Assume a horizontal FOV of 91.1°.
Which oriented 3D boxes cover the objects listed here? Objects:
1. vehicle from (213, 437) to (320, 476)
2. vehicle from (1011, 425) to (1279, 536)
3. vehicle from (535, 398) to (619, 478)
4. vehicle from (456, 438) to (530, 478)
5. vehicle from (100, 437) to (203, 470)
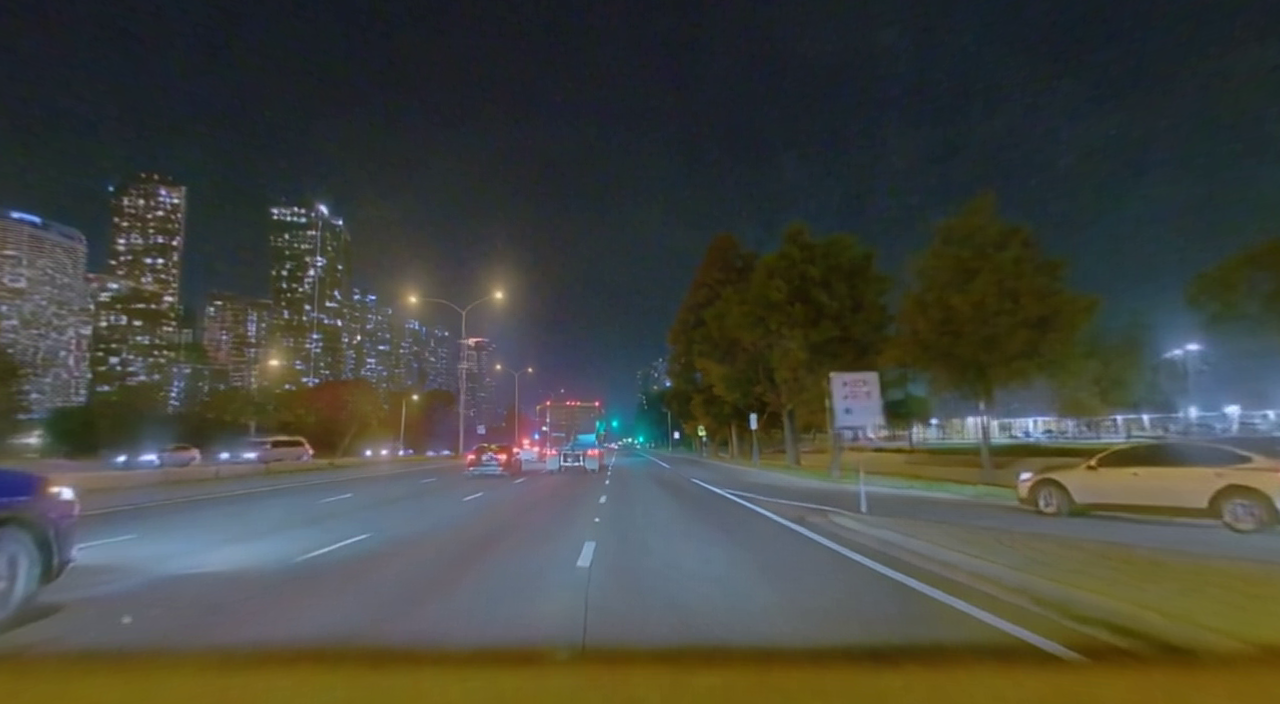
[{"bbox_3d":[-15.719,4.412,26.786,2.026,1.523,4.584,1,-9,-5],"label":"vehicle"},{"bbox_3d":[9.834,2.238,11.429,2.140,1.685,4.720,6,-10,-34],"label":"vehicle"},{"bbox_3d":[-2.511,3.782,27.397,2.993,3.051,6.692,0,-9,-1],"label":"vehicle"},{"bbox_3d":[-5.809,4.234,25.292,2.023,1.483,4.143,0,-9,-1],"label":"vehicle"},{"bbox_3d":[-32.524,6.802,42.118,2.239,2.033,5.849,0,-9,-1],"label":"vehicle"}]
